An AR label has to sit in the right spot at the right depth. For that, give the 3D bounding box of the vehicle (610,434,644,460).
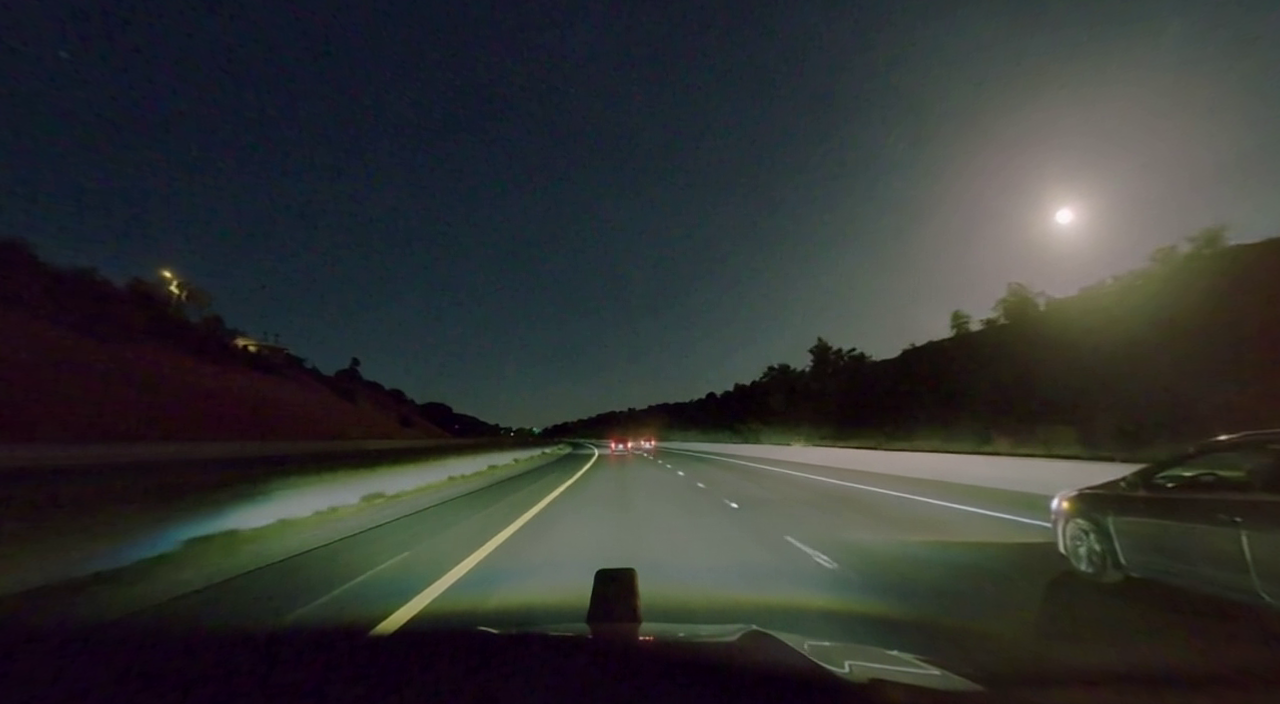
[{"bbox_3d":[-0.836,5.843,38.776,1.998,1.512,3.735,0,-8,-3],"label":"vehicle"}]

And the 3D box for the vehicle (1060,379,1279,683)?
[{"bbox_3d":[4.145,0.858,2.861,1.852,1.513,3.652,0,-8,-1],"label":"vehicle"}]
